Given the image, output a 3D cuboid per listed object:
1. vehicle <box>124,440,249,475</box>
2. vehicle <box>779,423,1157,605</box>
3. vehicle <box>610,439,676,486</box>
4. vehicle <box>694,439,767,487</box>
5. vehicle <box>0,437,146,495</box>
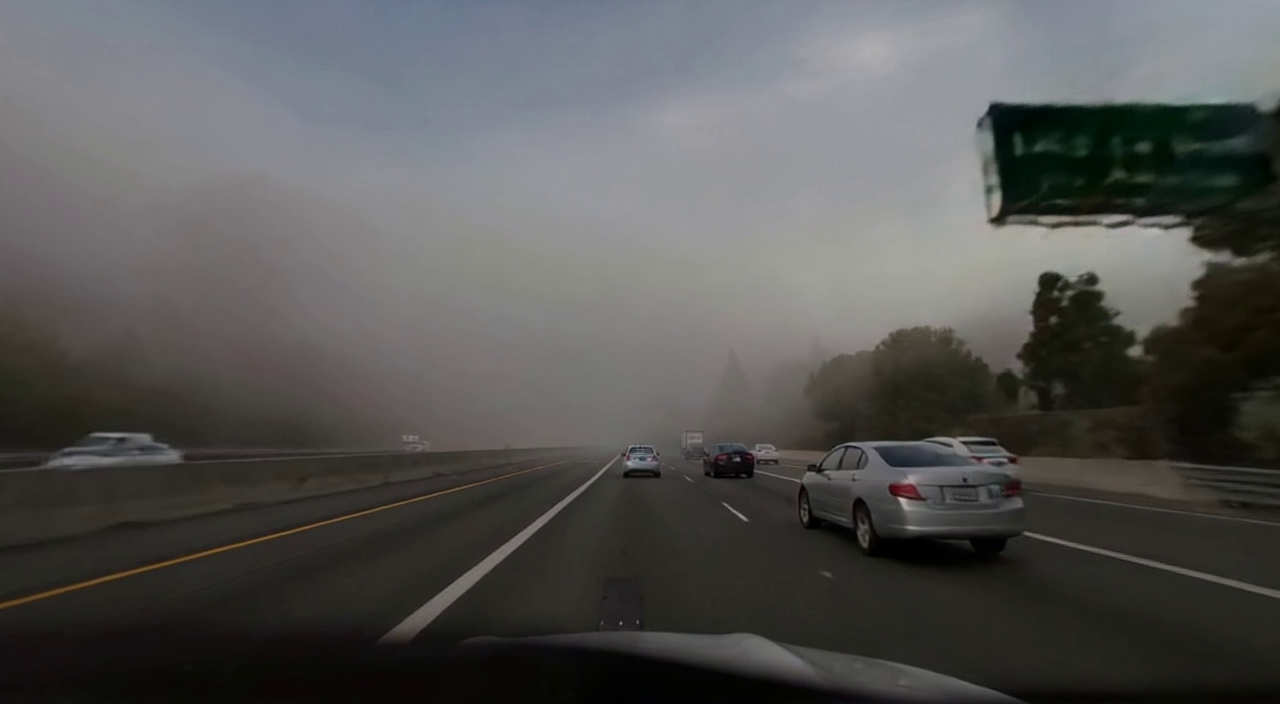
[{"bbox_3d":[-20.842,4.864,29.339,2.353,1.481,4.725,1,-9,-1],"label":"vehicle"},{"bbox_3d":[3.286,1.712,7.738,1.993,1.504,4.781,0,-8,-1],"label":"vehicle"},{"bbox_3d":[0.058,3.796,21.979,2.098,1.475,3.997,0,-8,-1],"label":"vehicle"},{"bbox_3d":[3.086,3.872,22.435,1.856,1.517,4.198,0,-9,-2],"label":"vehicle"},{"bbox_3d":[-17.414,3.290,18.621,1.935,1.491,4.689,0,-9,0],"label":"vehicle"}]
